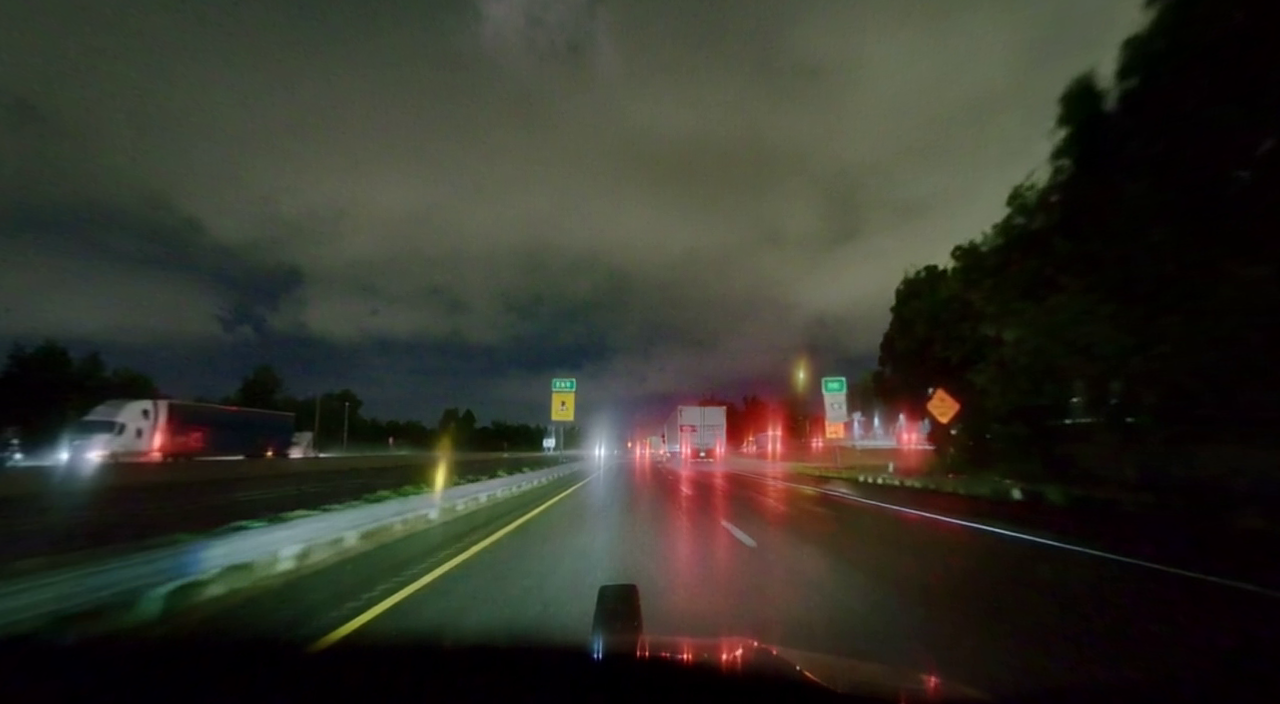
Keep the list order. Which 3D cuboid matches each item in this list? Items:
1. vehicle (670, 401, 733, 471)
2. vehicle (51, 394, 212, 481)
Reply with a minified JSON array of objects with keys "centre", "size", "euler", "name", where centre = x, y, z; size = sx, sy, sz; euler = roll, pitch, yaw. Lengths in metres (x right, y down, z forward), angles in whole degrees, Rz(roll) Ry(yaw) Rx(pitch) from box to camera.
[{"centre":[3.959,5.990,43.870],"size":[3.185,4.154,12.638],"euler":[0,-9,0],"name":"vehicle"},{"centre":[-26.205,4.522,32.907],"size":[3.038,4.079,6.098],"euler":[0,-9,1],"name":"vehicle"}]
